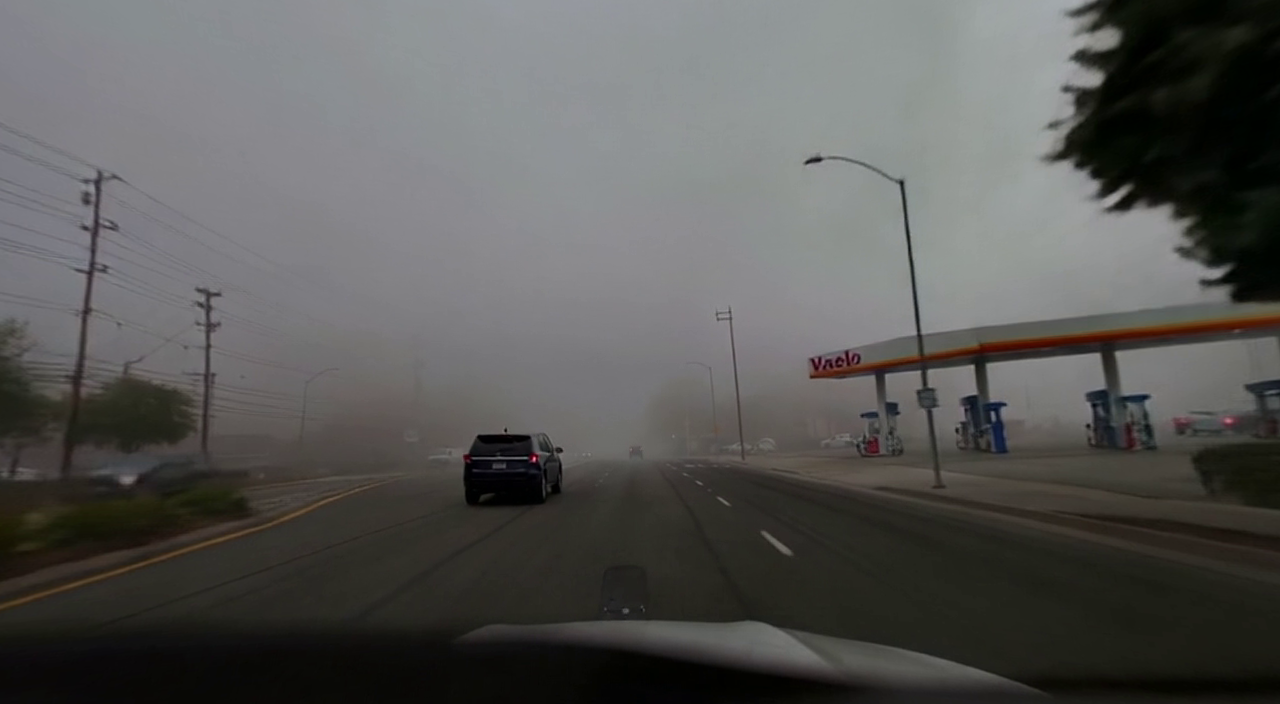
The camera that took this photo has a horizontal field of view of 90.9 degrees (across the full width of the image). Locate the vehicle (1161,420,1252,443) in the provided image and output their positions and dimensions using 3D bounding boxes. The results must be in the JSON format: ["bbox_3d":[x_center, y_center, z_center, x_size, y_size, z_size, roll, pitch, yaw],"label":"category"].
[{"bbox_3d":[38.843,5.544,43.364,1.888,1.457,4.813,-1,-8,2],"label":"vehicle"}]

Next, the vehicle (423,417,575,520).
[{"bbox_3d":[-2.800,2.452,13.862,2.190,1.844,4.751,0,-8,1],"label":"vehicle"}]

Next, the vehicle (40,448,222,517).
[{"bbox_3d":[-16.795,4.258,21.239,2.116,1.846,4.952,-3,-8,-1],"label":"vehicle"}]
